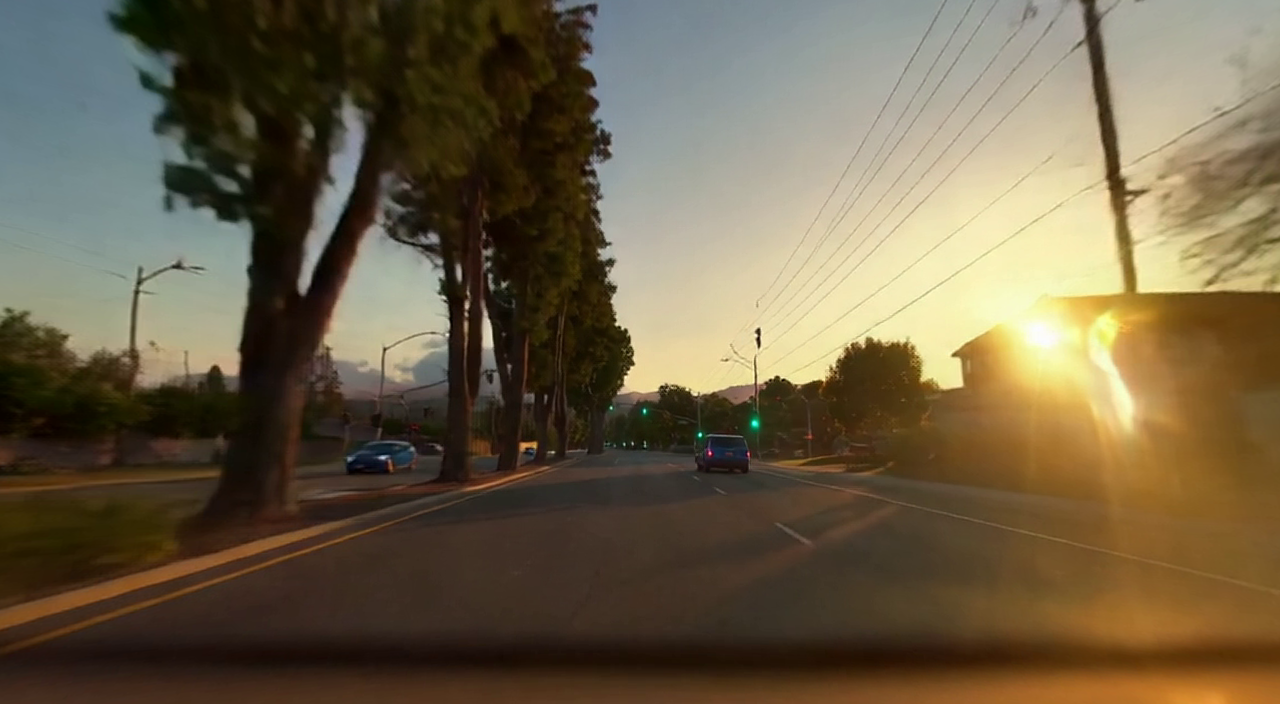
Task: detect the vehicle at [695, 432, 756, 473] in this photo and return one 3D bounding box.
[{"bbox_3d":[3.967,4.774,30.094,2.240,1.781,4.433,0,-8,-1],"label":"vehicle"}]

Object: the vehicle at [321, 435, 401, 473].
[{"bbox_3d":[-13.349,4.896,30.488,1.925,1.670,4.371,0,-8,-1],"label":"vehicle"}]
